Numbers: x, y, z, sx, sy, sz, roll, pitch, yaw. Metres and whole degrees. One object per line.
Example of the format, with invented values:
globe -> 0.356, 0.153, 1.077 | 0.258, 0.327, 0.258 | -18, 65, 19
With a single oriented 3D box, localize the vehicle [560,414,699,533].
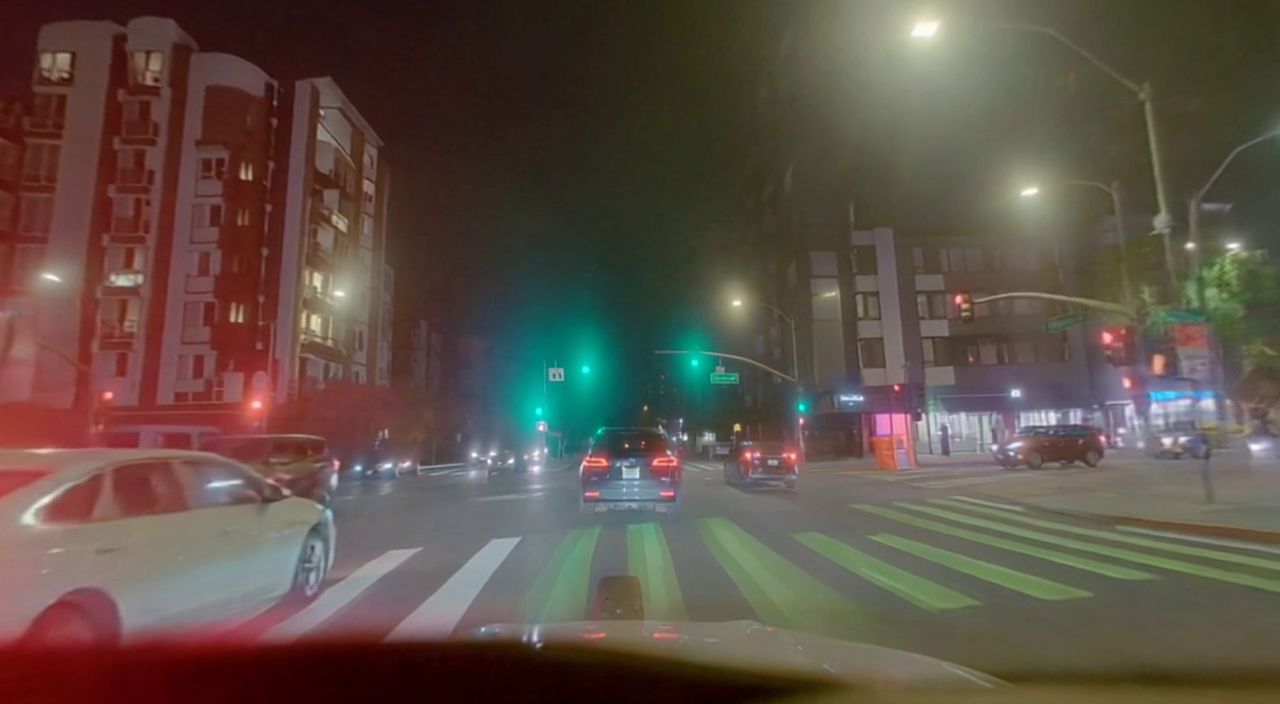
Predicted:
vehicle -> -0.160, 2.327, 12.789 | 2.206, 1.858, 5.332 | 0, -8, 0

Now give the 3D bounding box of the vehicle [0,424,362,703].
vehicle -> -3.739, 1.218, 3.741 | 2.055, 1.488, 4.733 | 0, -8, 0

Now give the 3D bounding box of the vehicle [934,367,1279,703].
vehicle -> 3.151, 0.908, 2.514 | 1.906, 1.608, 4.137 | 0, -8, -1
